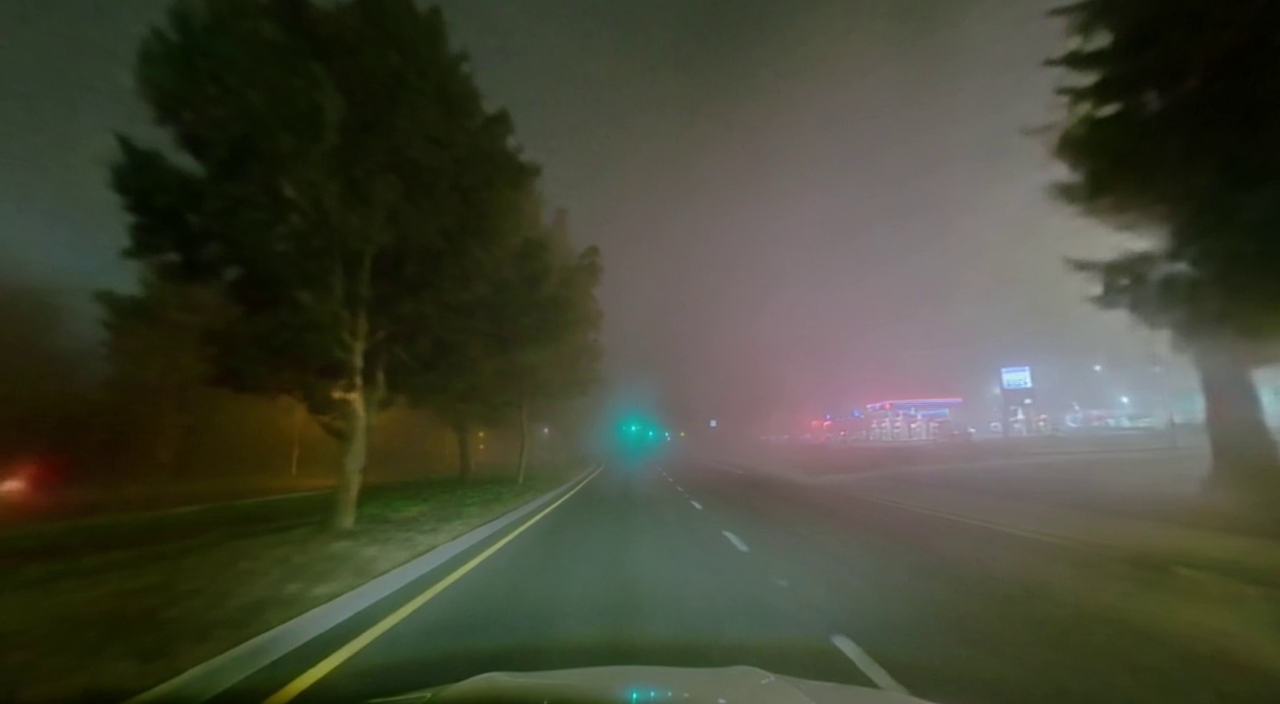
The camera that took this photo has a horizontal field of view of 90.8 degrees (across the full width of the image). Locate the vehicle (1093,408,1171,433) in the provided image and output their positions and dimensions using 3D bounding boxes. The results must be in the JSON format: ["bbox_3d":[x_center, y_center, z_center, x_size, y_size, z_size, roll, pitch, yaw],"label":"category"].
[{"bbox_3d":[36.396,5.124,46.900,1.841,1.471,4.498,-3,-9,-5],"label":"vehicle"}]
